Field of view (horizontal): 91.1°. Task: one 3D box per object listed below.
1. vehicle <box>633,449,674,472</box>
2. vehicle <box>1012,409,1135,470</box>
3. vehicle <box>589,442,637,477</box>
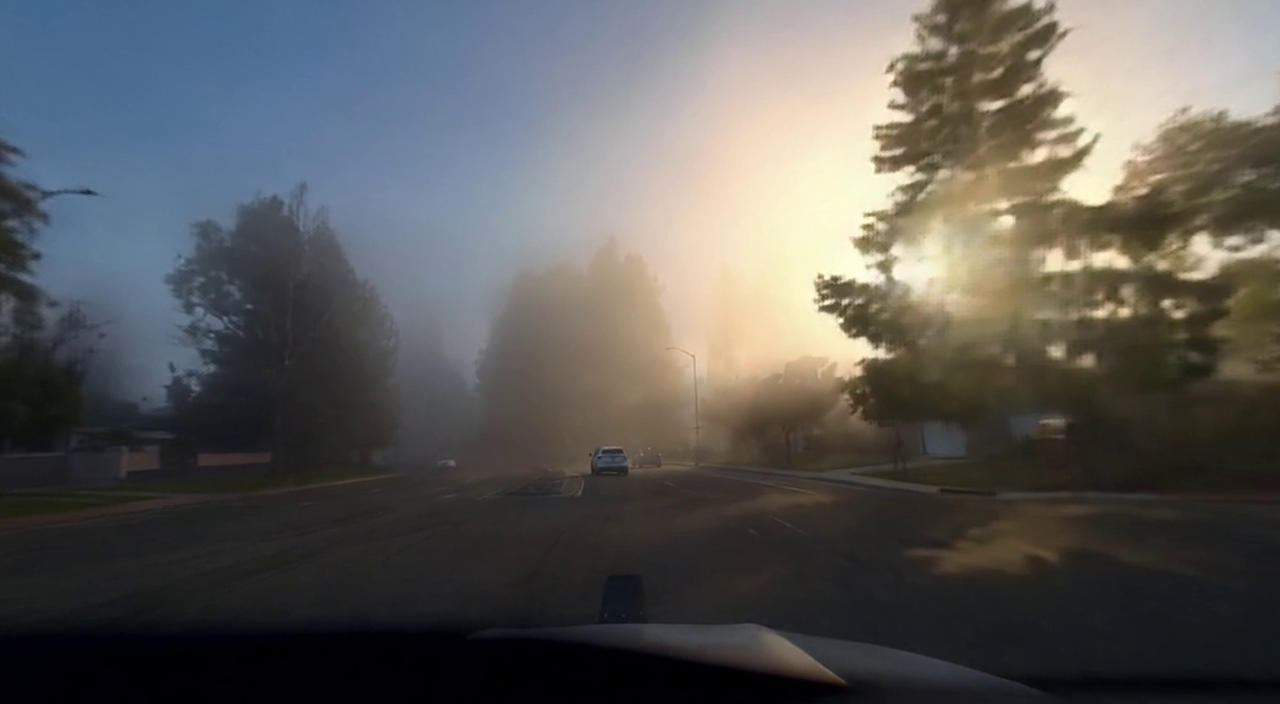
[{"bbox_3d":[0.878,7.695,44.898,1.915,1.495,4.880,2,-9,-11],"label":"vehicle"},{"bbox_3d":[15.207,3.160,22.437,2.666,1.892,5.391,-4,-10,25],"label":"vehicle"},{"bbox_3d":[-1.586,5.972,35.065,2.165,1.783,4.391,1,-9,-9],"label":"vehicle"}]
